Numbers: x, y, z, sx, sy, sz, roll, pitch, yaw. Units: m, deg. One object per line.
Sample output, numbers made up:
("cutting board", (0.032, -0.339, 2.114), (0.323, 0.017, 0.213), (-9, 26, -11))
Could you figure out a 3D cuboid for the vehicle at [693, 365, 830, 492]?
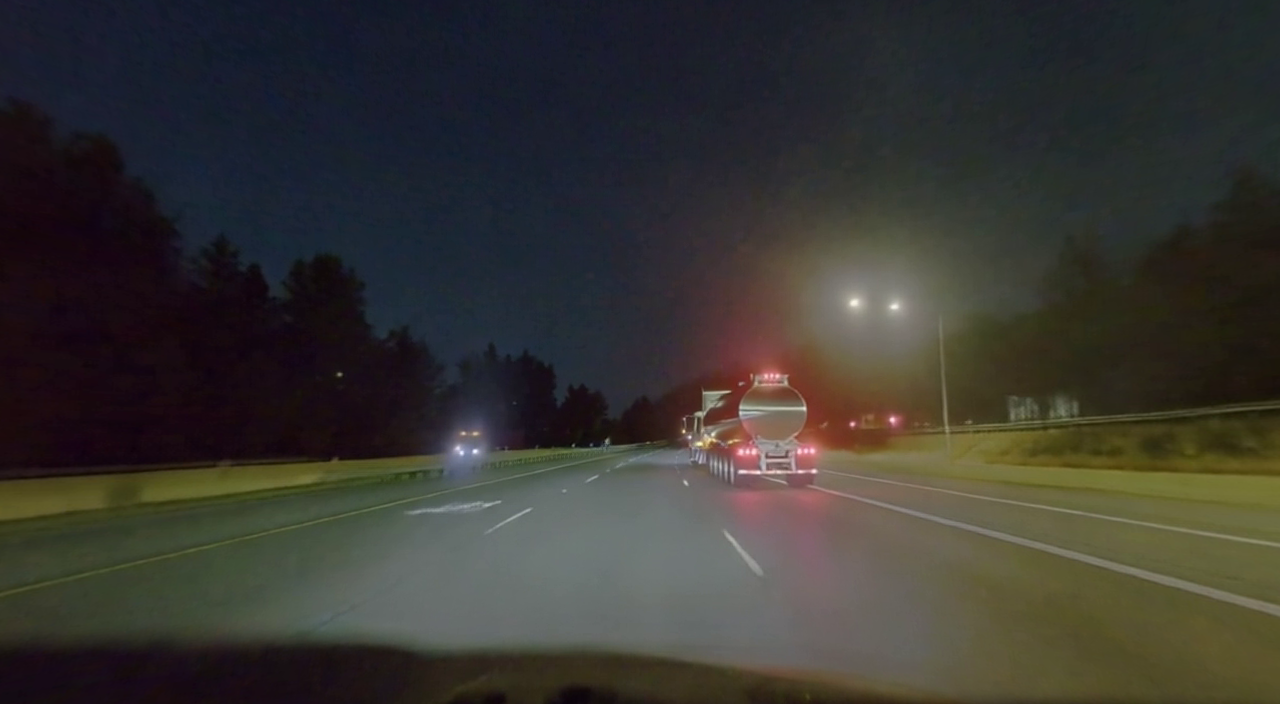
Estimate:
("vehicle", (4.076, 3.235, 25.315), (2.880, 3.624, 14.397), (-1, -8, 1))
